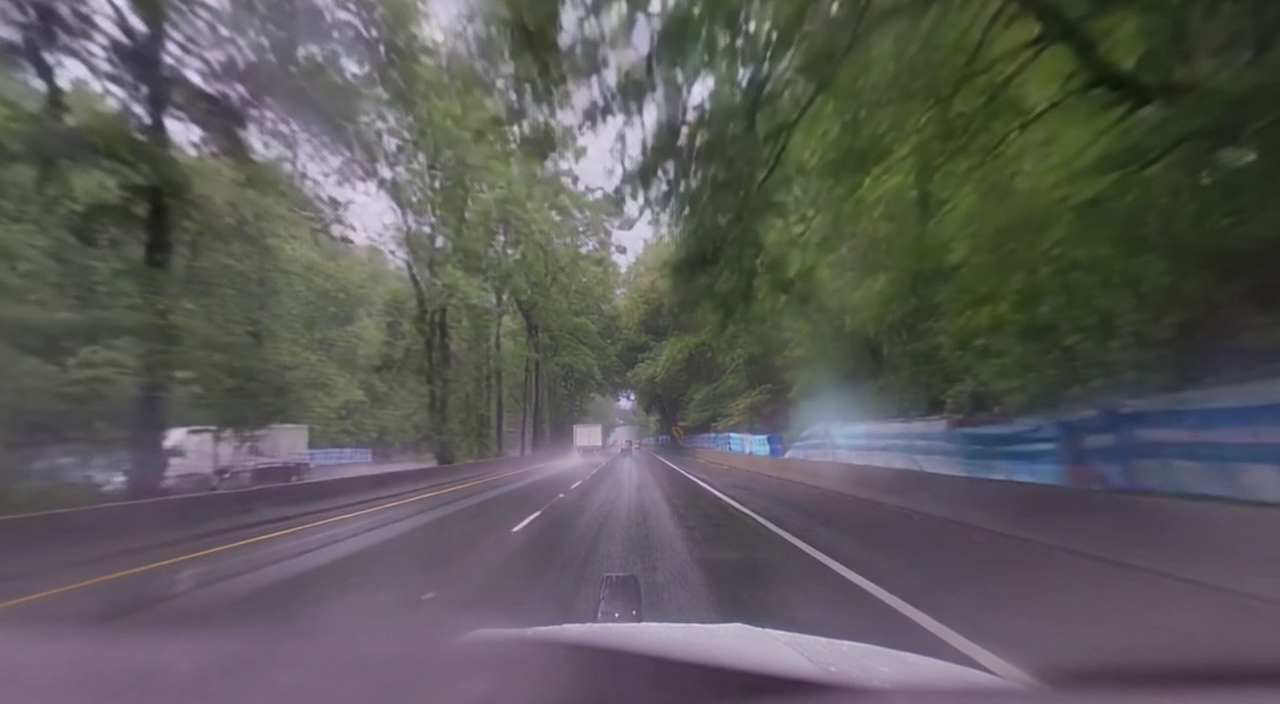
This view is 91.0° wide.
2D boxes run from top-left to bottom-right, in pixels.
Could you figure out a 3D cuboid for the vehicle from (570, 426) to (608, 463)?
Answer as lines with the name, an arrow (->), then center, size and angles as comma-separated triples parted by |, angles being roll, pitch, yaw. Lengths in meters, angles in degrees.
vehicle -> -3.810, 7.030, 47.860 | 2.484, 2.625, 5.907 | 0, -8, -1
